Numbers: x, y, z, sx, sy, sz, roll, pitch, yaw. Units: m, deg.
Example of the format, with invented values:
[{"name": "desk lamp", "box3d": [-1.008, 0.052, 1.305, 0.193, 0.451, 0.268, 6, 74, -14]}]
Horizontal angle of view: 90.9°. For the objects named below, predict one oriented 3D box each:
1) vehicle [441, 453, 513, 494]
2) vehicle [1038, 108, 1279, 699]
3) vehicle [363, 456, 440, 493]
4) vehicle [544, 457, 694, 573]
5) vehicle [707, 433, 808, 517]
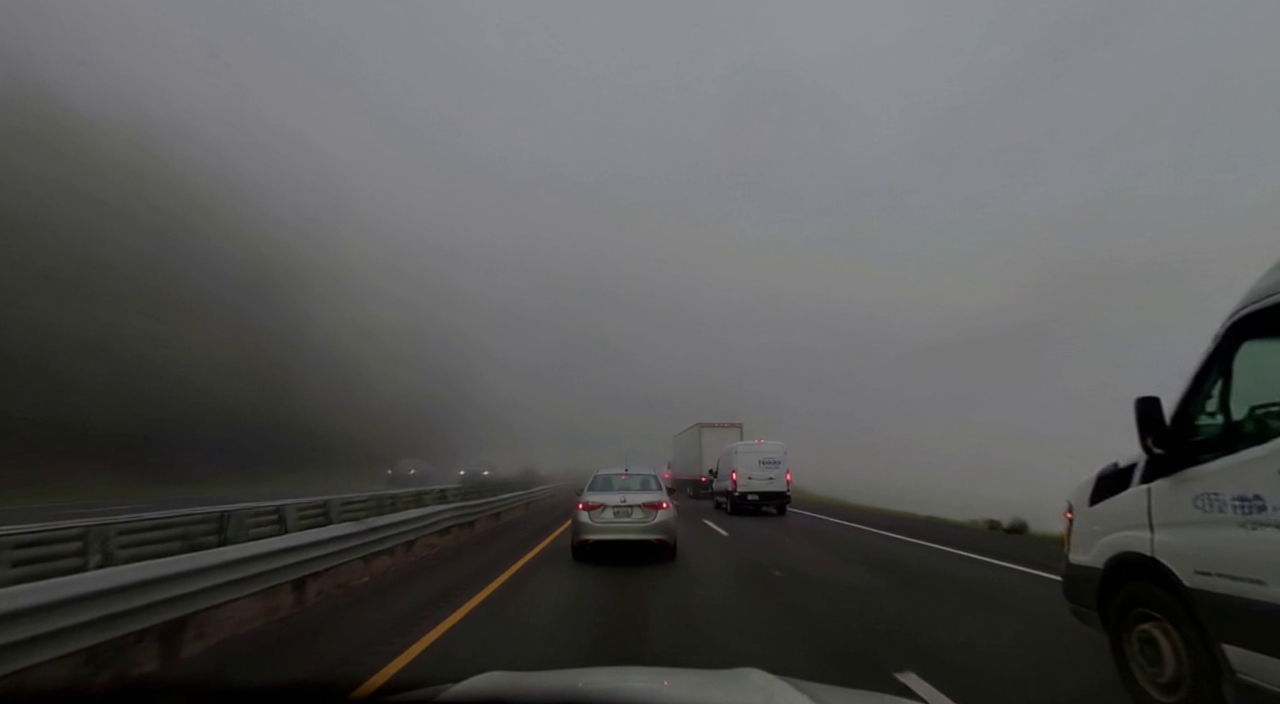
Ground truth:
[{"name": "vehicle", "box3d": [-7.138, 5.416, 28.173, 2.069, 1.628, 4.479, 1, -11, -1]}, {"name": "vehicle", "box3d": [5.546, -0.116, 1.612, 2.890, 3.726, 9.269, 1, -11, 0]}, {"name": "vehicle", "box3d": [-10.583, 5.470, 28.262, 1.872, 1.510, 4.266, 1, -11, -2]}, {"name": "vehicle", "box3d": [-0.300, 2.487, 10.135, 1.980, 1.493, 3.410, 1, -11, -1]}, {"name": "vehicle", "box3d": [3.888, 4.265, 22.051, 2.328, 2.537, 5.290, 1, -11, -2]}]
